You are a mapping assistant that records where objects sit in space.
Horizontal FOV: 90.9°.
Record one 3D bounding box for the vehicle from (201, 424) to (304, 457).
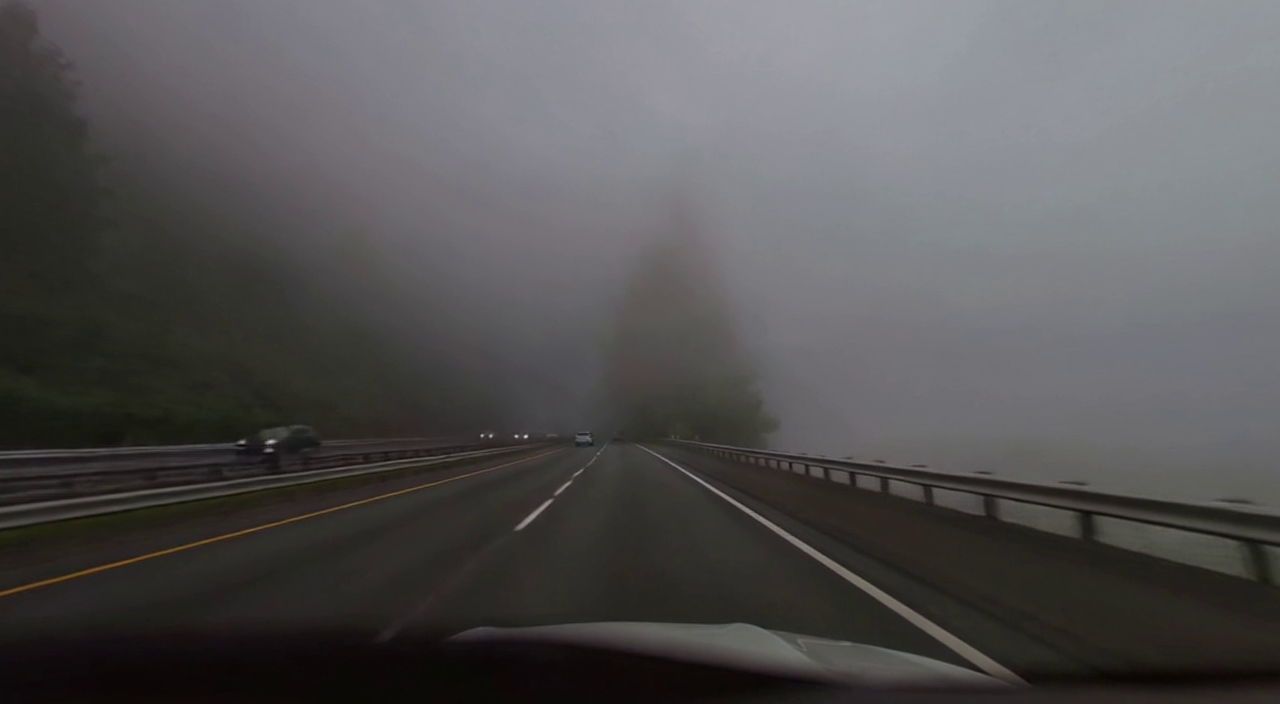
[{"bbox_3d":[-17.544,4.039,28.835,1.838,1.376,4.687,0,-8,-1],"label":"vehicle"}]
